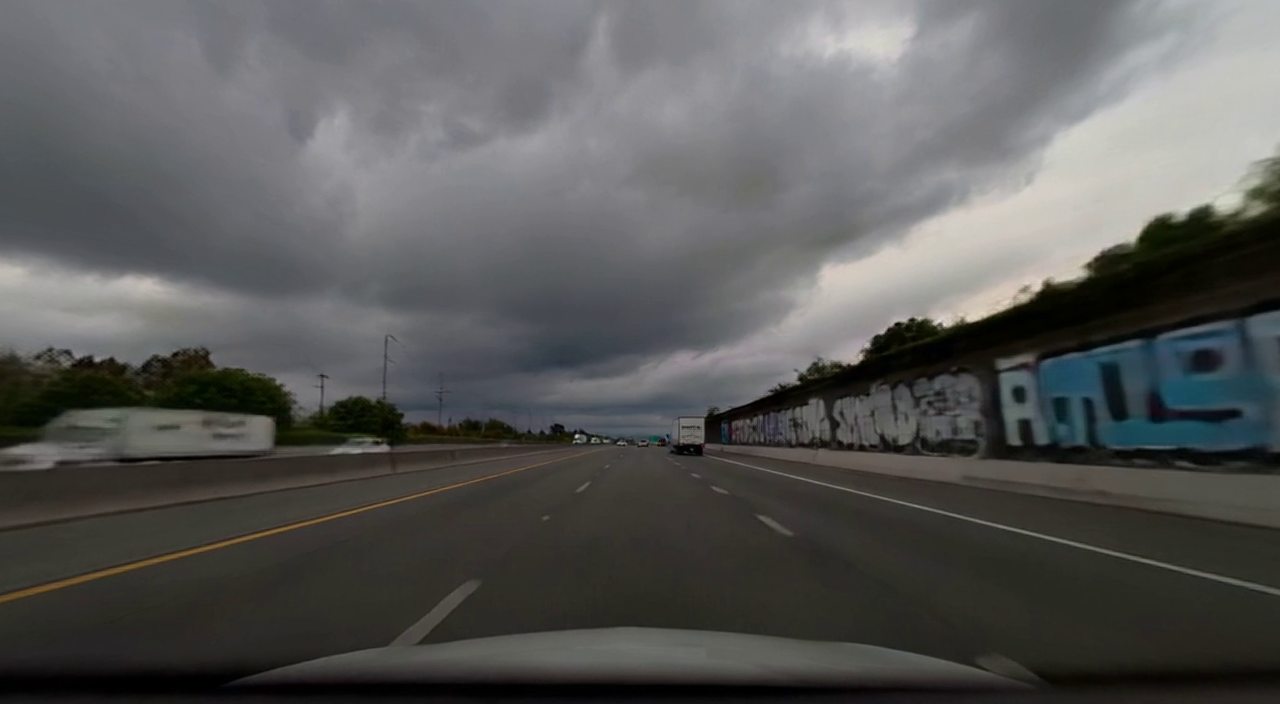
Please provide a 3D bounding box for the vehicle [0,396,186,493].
[{"bbox_3d":[-21.175,3.517,24.160,2.866,3.196,6.122,0,-8,0],"label":"vehicle"}]
